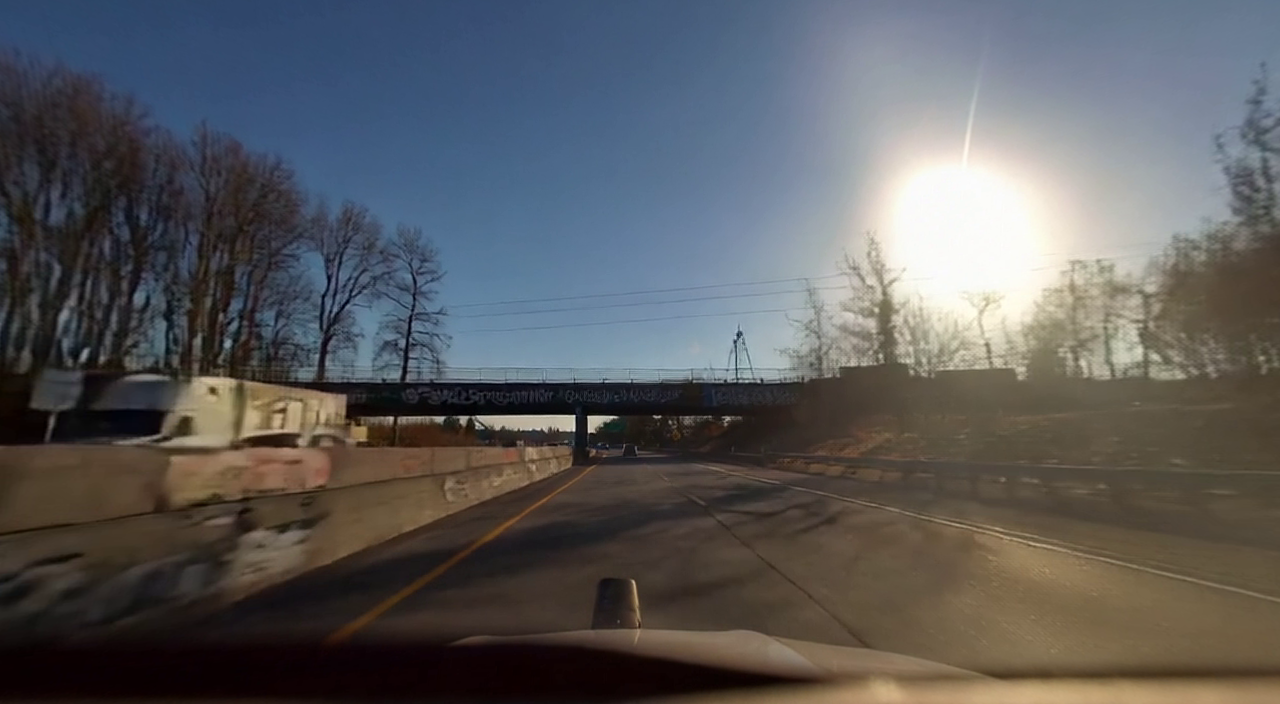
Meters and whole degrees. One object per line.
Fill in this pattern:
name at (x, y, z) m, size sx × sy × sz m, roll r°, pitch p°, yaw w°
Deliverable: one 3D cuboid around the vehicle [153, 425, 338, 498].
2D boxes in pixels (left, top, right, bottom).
vehicle at (-9.221, 2.600, 15.146) m, size 1.857 × 1.490 × 4.145 m, roll 0°, pitch -9°, yaw -2°
